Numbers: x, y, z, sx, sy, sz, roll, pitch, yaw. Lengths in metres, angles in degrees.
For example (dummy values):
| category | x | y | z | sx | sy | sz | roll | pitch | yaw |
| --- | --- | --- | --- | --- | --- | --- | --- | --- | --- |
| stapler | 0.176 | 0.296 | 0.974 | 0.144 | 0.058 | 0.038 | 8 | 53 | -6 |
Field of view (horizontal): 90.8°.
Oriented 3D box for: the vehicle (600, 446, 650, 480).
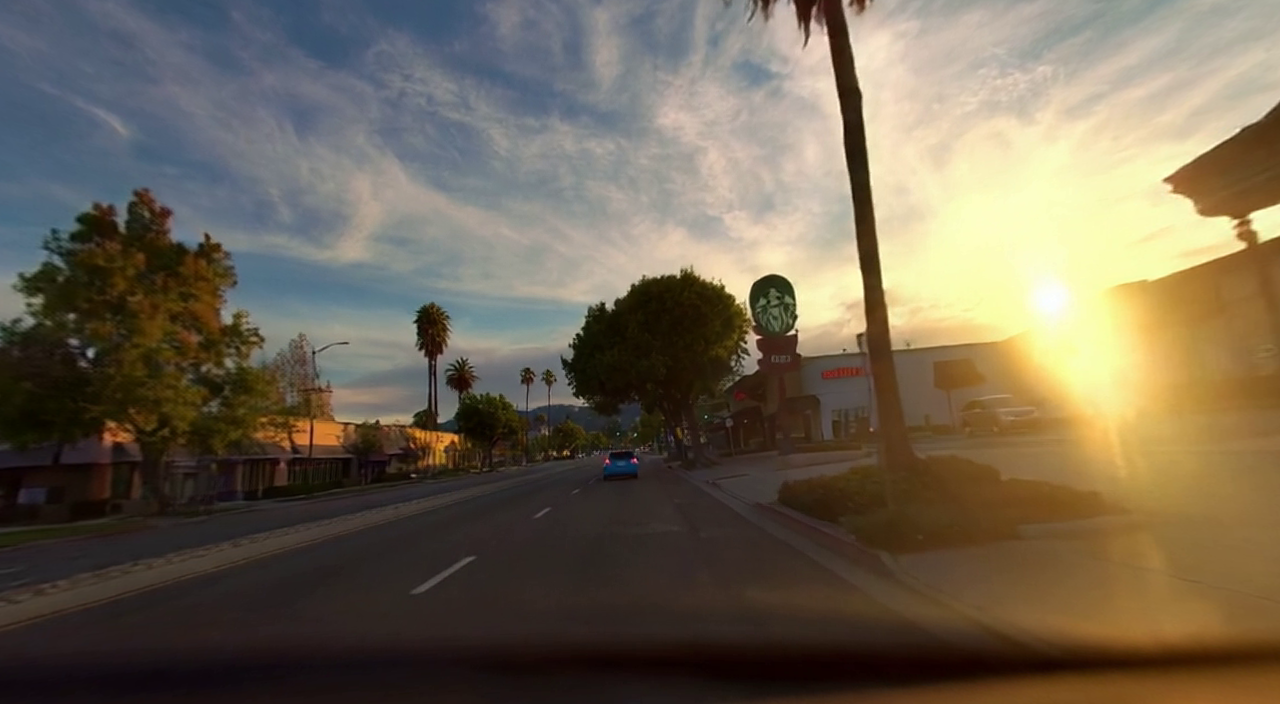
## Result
| category | x | y | z | sx | sy | sz | roll | pitch | yaw |
| --- | --- | --- | --- | --- | --- | --- | --- | --- | --- |
| vehicle | -0.647 | 5.172 | 29.747 | 2.156 | 1.462 | 4.495 | 0 | -8 | 0 |
